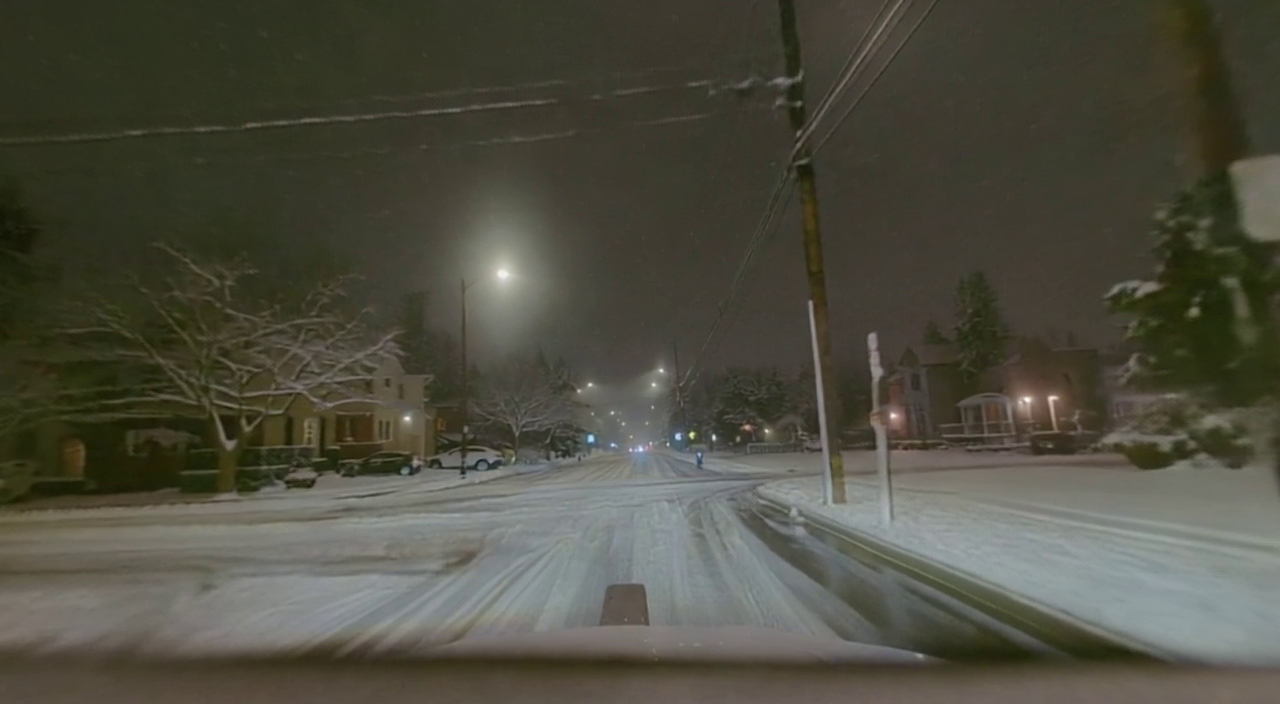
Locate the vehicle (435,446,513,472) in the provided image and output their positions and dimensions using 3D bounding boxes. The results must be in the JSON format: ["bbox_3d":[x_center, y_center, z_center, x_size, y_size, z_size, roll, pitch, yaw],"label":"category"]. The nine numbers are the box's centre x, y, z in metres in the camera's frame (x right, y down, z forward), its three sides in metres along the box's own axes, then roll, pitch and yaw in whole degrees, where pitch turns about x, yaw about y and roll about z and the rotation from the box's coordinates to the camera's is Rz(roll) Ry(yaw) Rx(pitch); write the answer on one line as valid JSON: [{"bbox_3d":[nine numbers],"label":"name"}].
[{"bbox_3d":[-10.113,6.466,38.404,4.293,1.484,1.981,3,-9,-22],"label":"vehicle"}]
